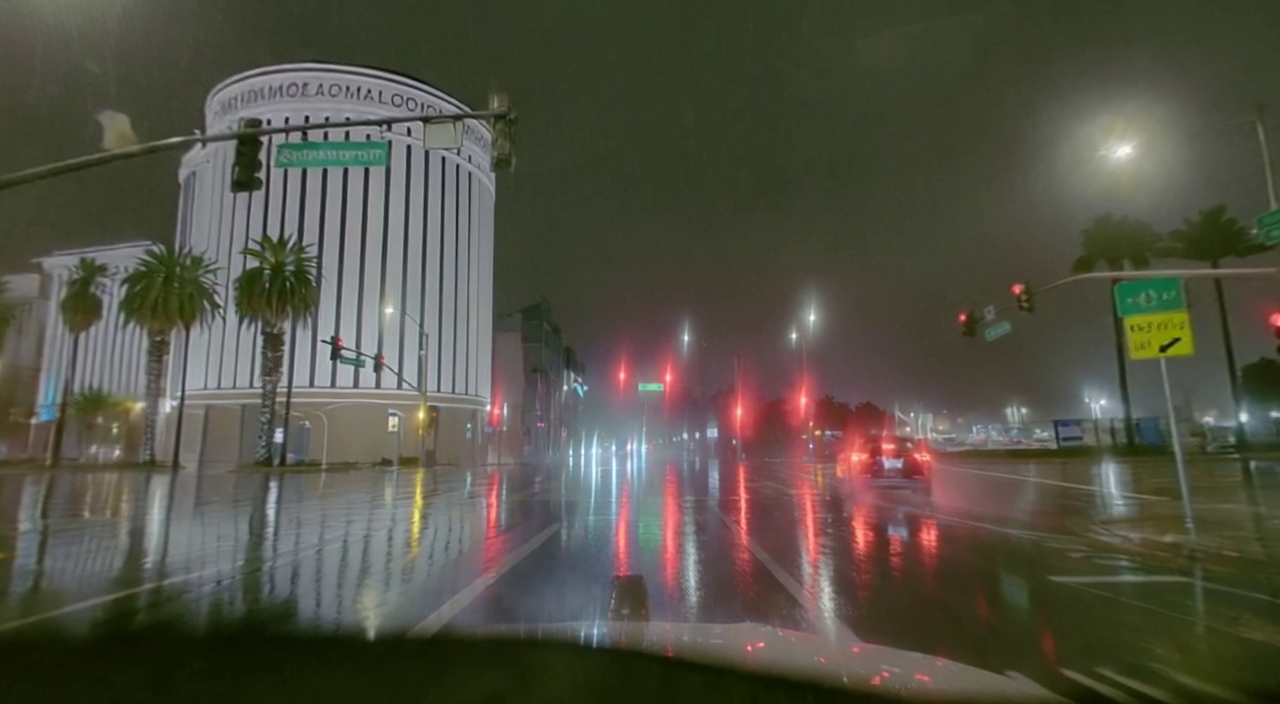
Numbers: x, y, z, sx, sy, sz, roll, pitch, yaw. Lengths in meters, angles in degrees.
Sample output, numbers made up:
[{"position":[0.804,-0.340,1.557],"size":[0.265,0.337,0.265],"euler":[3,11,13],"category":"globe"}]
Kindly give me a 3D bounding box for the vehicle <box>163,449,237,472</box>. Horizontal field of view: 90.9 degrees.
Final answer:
[{"position":[-33.137,8.178,47.570],"size":[4.136,1.661,1.857],"euler":[0,-8,0],"category":"vehicle"}]

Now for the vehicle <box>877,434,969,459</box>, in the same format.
[{"position":[16.994,5.706,37.961],"size":[4.684,1.461,1.777],"euler":[0,-8,-1],"category":"vehicle"}]

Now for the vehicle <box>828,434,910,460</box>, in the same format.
[{"position":[15.095,6.282,41.693],"size":[4.648,1.665,1.910],"euler":[0,-8,-1],"category":"vehicle"}]

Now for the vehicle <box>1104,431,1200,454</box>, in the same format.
[{"position":[33.283,5.896,41.055],"size":[4.567,1.458,1.791],"euler":[0,-8,1],"category":"vehicle"}]

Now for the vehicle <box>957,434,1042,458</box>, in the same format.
[{"position":[23.592,6.182,41.467],"size":[4.423,1.465,1.798],"euler":[0,-8,0],"category":"vehicle"}]

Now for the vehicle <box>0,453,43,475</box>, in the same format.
[{"position":[-47.959,8.479,47.710],"size":[3.786,1.555,1.702],"euler":[0,-8,2],"category":"vehicle"}]

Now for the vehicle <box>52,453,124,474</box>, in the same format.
[{"position":[-41.651,8.390,47.581],"size":[3.698,1.467,1.779],"euler":[0,-8,0],"category":"vehicle"}]

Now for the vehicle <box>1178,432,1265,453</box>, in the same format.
[{"position":[42.173,6.600,45.777],"size":[4.437,1.469,1.811],"euler":[0,-8,0],"category":"vehicle"}]
